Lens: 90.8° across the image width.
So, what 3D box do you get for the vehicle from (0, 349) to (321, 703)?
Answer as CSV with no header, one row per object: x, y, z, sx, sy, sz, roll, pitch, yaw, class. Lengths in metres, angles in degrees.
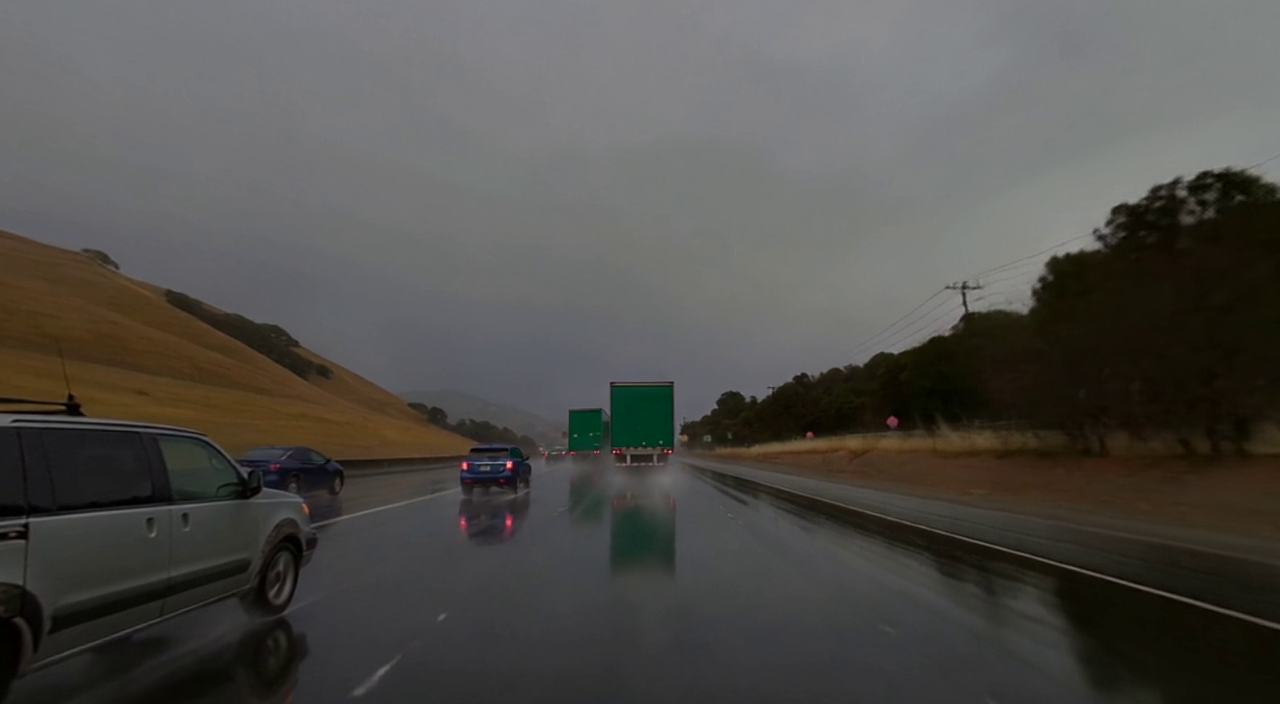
-3.973,0.937,3.188,2.136,1.779,4.875,0,-8,0,vehicle

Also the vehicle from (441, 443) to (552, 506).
-3.650,3.184,16.953,1.950,1.446,4.224,0,-8,1,vehicle

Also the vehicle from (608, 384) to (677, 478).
0.200,4.179,32.496,2.913,3.988,10.874,0,-8,1,vehicle
